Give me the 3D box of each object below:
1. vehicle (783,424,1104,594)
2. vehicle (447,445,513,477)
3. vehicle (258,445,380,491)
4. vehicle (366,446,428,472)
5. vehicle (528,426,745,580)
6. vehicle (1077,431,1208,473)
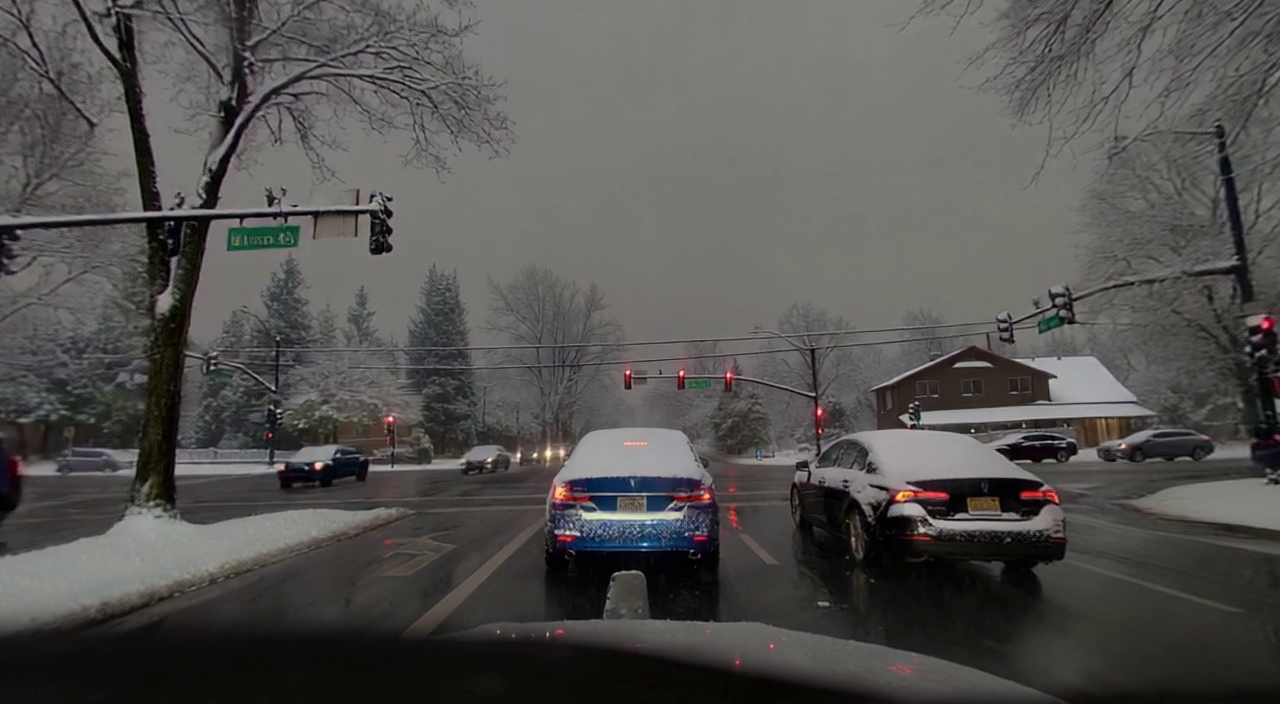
[{"bbox_3d":[3.189,1.718,7.768,1.913,1.505,4.097,0,-8,0],"label":"vehicle"},{"bbox_3d":[-7.544,5.177,30.277,2.040,1.374,4.150,0,-8,1],"label":"vehicle"},{"bbox_3d":[-11.408,4.133,22.877,2.125,1.476,4.385,0,-8,0],"label":"vehicle"},{"bbox_3d":[-17.007,7.500,44.499,1.893,1.658,4.474,-2,-9,12],"label":"vehicle"},{"bbox_3d":[-0.045,1.780,8.251,2.103,1.478,4.073,0,-8,0],"label":"vehicle"},{"bbox_3d":[24.007,4.781,30.305,4.520,1.762,2.005,-2,-8,-1],"label":"vehicle"}]
